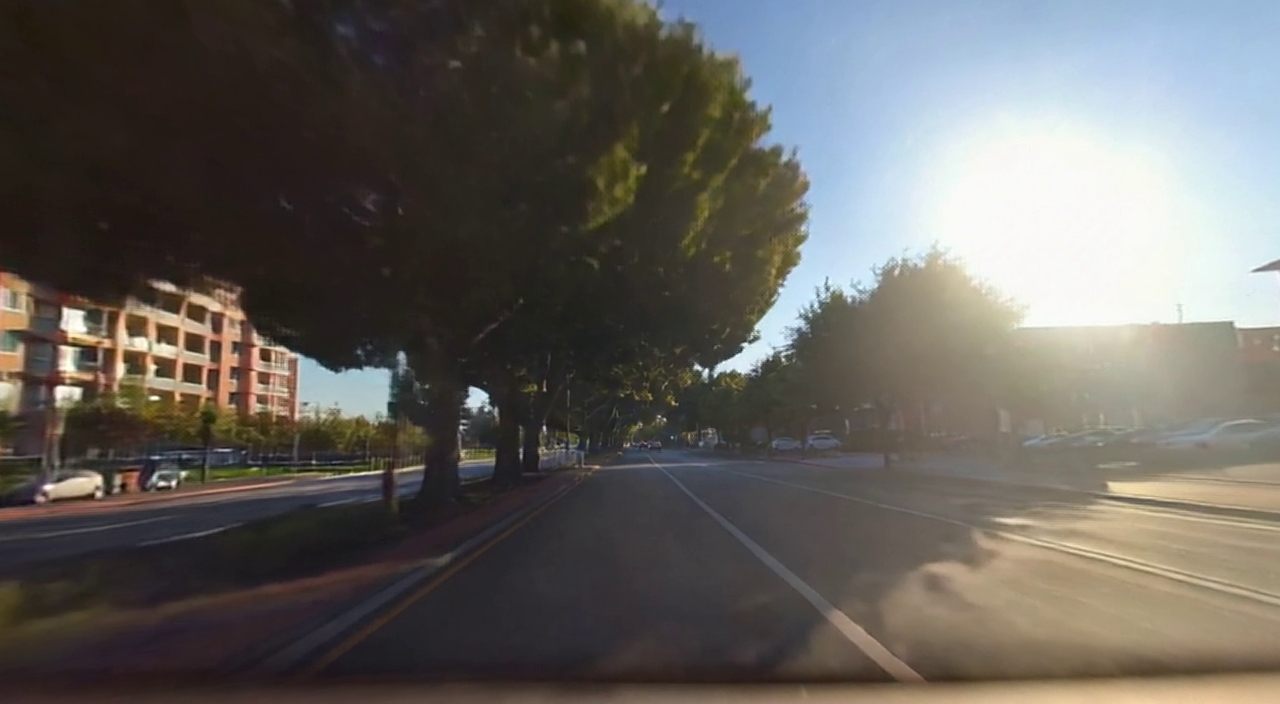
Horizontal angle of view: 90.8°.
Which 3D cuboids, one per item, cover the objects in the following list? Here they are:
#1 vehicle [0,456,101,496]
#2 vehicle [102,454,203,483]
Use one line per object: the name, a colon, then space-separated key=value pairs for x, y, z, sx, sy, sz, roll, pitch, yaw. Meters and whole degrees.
vehicle: x=-28.799 y=5.896 z=30.367 sx=1.989 sy=1.692 sz=4.362 roll=0 pitch=-8 yaw=-3
vehicle: x=-30.341 y=7.258 z=39.412 sx=4.679 sy=1.661 sz=1.923 roll=0 pitch=-8 yaw=0
